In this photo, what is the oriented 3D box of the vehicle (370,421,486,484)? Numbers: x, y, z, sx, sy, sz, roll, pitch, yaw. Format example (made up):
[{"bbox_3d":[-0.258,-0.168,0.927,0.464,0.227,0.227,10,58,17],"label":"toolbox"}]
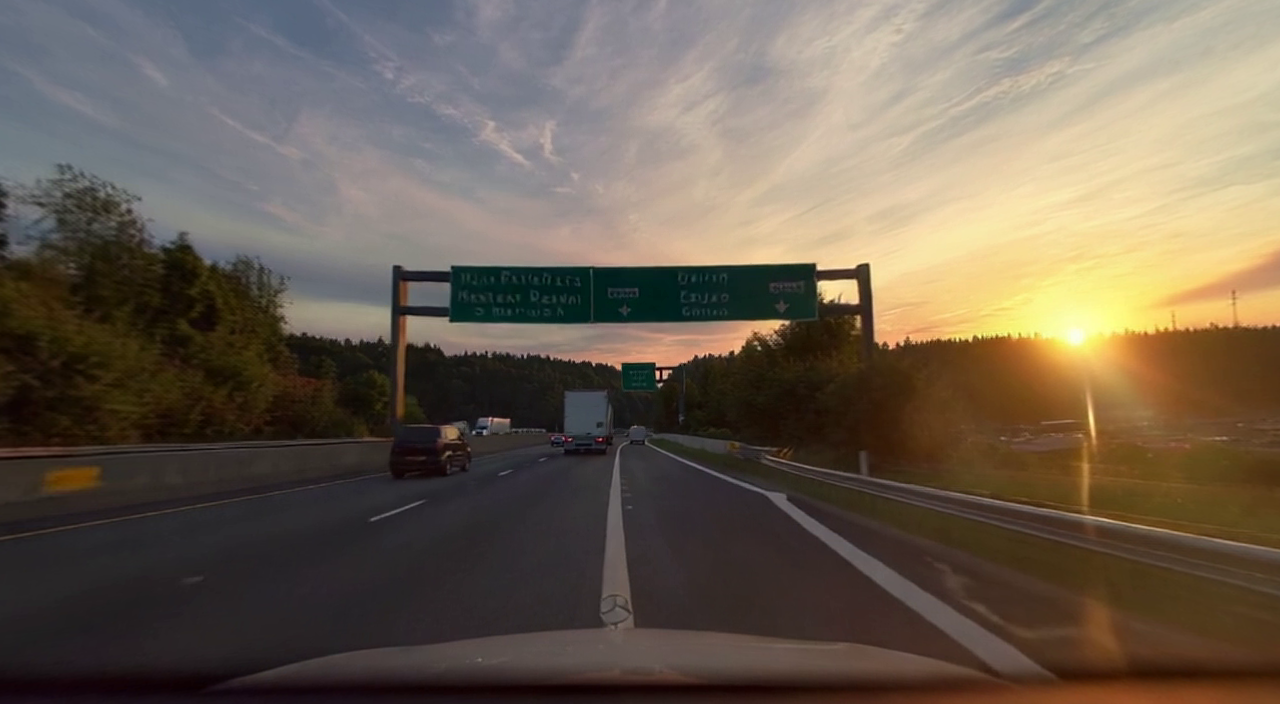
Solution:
[{"bbox_3d":[-6.130,2.958,18.854,2.068,1.647,4.321,0,-8,-2],"label":"vehicle"}]

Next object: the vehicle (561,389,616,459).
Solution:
[{"bbox_3d":[-2.979,4.475,38.572,2.855,3.741,8.587,1,-8,-2],"label":"vehicle"}]
